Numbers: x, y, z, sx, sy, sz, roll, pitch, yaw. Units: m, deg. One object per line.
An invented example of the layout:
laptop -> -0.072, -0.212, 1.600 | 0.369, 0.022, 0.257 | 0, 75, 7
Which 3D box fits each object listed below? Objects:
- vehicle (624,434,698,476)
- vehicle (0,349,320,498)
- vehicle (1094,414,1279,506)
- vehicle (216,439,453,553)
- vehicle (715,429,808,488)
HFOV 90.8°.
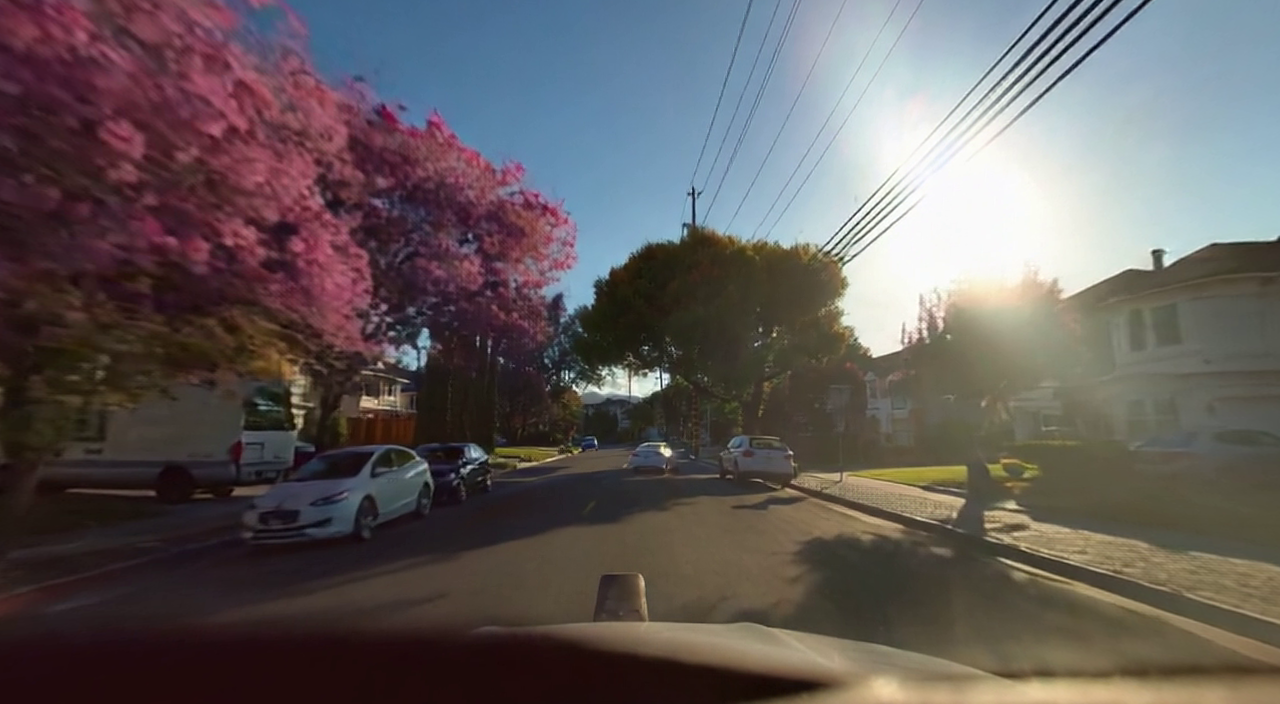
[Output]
vehicle -> 0.946, 3.970, 24.657 | 2.075, 1.449, 4.526 | -2, -8, 13
vehicle -> -13.071, 1.829, 15.969 | 8.239, 3.354, 2.902 | 0, -9, 1
vehicle -> 12.306, 2.203, 13.083 | 4.186, 1.748, 1.992 | 0, -8, 1
vehicle -> -4.858, 2.280, 10.917 | 1.874, 1.413, 4.442 | 0, -6, 0
vehicle -> 3.797, 3.424, 20.654 | 2.103, 1.679, 4.386 | 0, -8, -1
